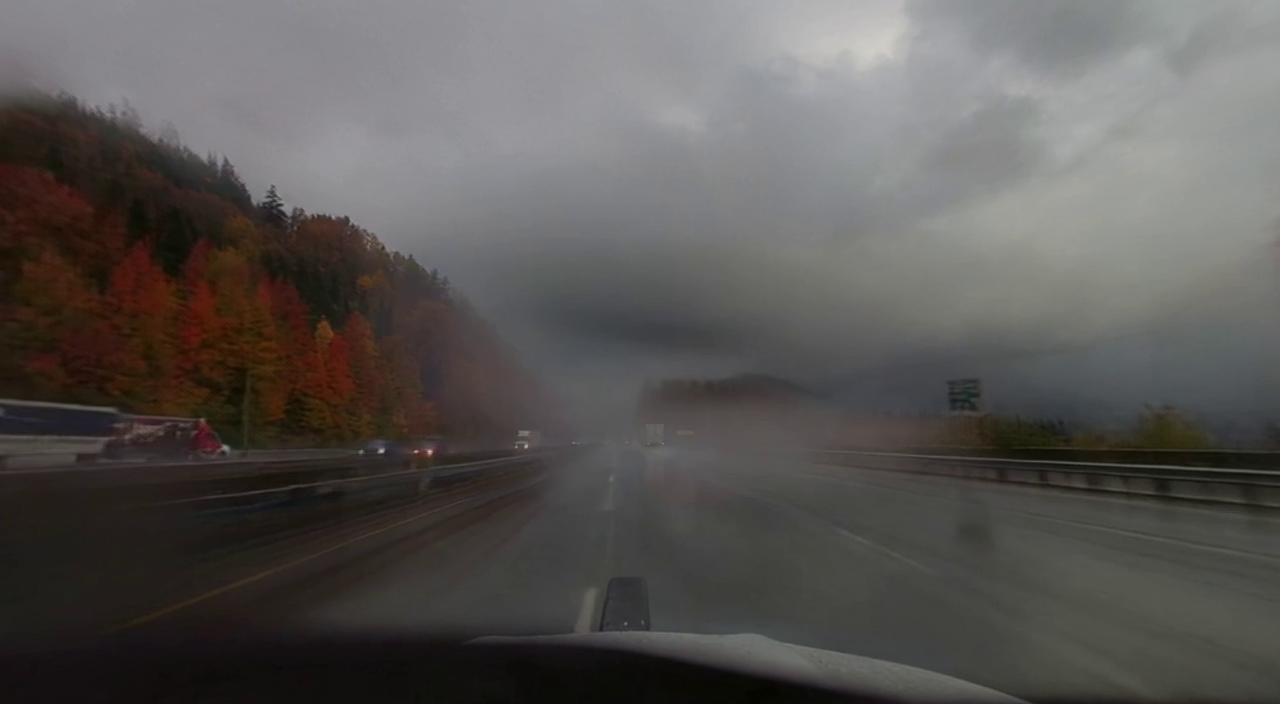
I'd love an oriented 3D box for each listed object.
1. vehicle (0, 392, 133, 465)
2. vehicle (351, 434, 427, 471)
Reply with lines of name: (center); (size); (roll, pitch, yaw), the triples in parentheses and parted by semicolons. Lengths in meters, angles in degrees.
vehicle: (-36.229, 4.406, 35.572); (2.871, 3.899, 16.049); (-1, -9, -4)
vehicle: (-19.675, 7.925, 49.954); (2.774, 2.605, 8.096); (0, -8, -1)
